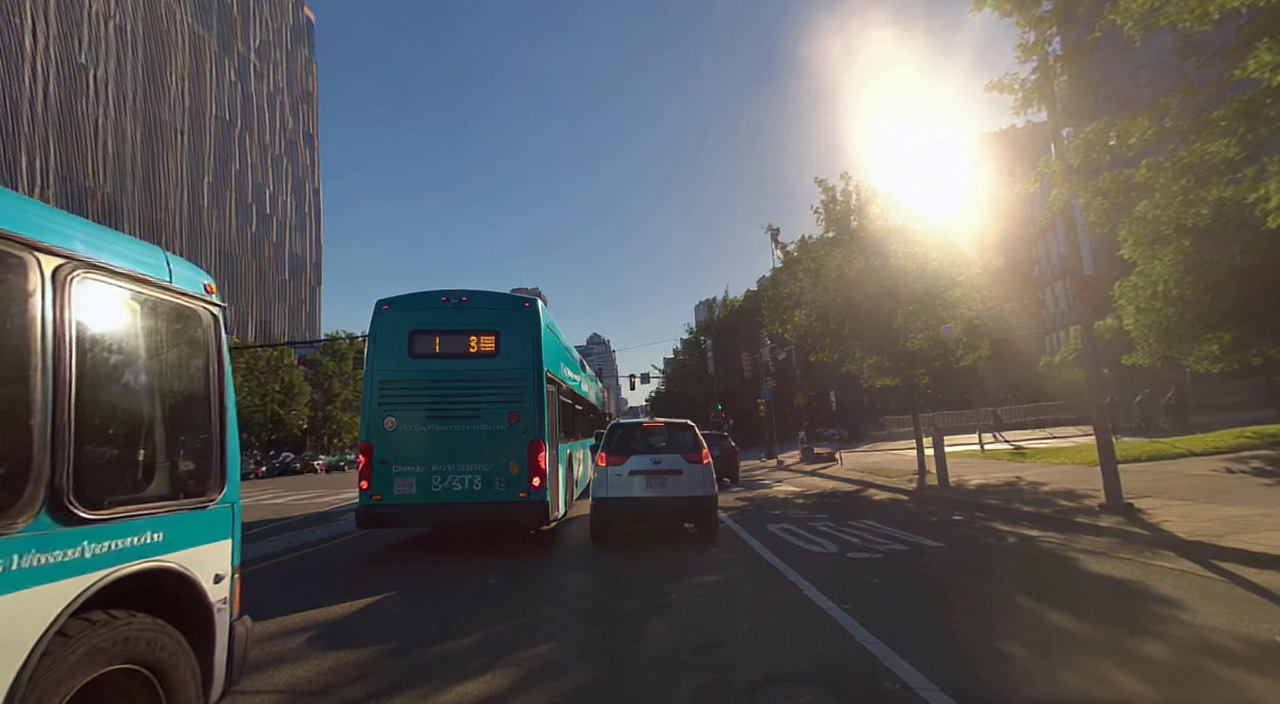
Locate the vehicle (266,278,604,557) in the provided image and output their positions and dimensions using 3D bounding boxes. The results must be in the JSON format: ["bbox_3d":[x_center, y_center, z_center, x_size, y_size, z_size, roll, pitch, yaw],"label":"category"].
[{"bbox_3d":[-2.882,1.786,14.585,3.042,3.445,13.615,0,-9,1],"label":"vehicle"}]

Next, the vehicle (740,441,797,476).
[{"bbox_3d":[6.133,5.108,30.480,1.919,1.529,4.059,0,-9,0],"label":"vehicle"}]

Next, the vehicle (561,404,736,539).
[{"bbox_3d":[0.134,2.038,11.240,2.500,1.912,4.270,0,-9,1],"label":"vehicle"}]

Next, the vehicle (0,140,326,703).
[{"bbox_3d":[-2.752,0.330,0.219,2.329,2.089,5.659,0,-9,0],"label":"vehicle"}]
